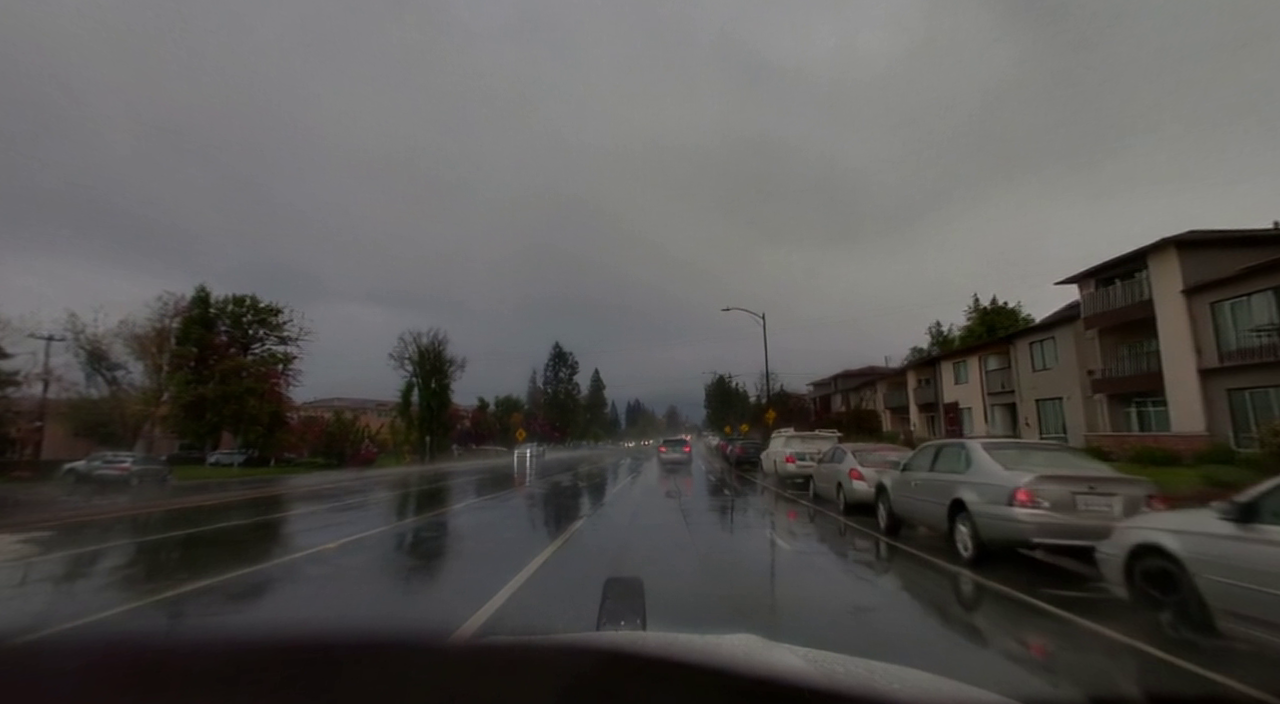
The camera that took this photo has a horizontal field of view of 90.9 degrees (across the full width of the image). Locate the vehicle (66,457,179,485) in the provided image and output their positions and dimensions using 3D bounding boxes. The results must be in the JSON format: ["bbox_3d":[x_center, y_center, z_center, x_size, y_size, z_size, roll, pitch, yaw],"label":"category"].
[{"bbox_3d":[-29.537,6.770,36.095,4.591,1.468,1.805,1,-9,-9],"label":"vehicle"}]

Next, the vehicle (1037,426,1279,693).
[{"bbox_3d":[4.454,1.064,2.972,1.855,1.445,4.895,0,-9,-2],"label":"vehicle"}]

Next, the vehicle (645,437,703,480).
[{"bbox_3d":[1.284,4.060,24.278,2.011,1.480,4.170,-1,-9,3],"label":"vehicle"}]
